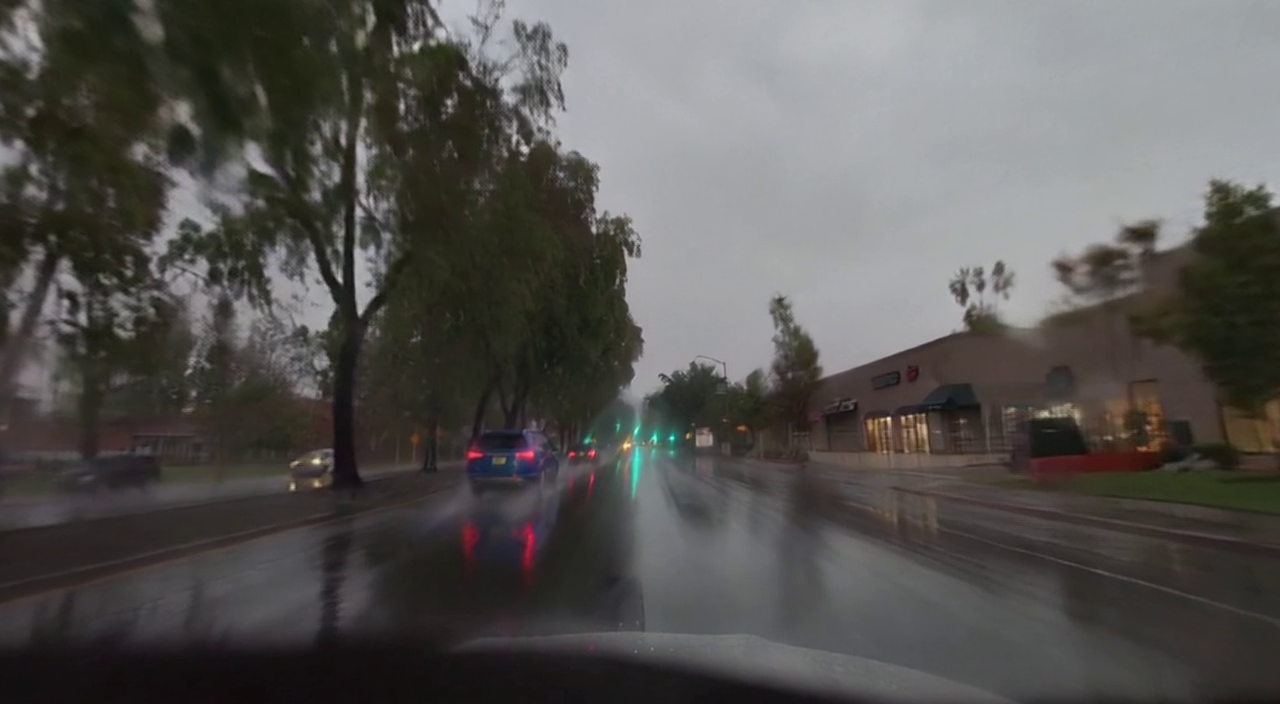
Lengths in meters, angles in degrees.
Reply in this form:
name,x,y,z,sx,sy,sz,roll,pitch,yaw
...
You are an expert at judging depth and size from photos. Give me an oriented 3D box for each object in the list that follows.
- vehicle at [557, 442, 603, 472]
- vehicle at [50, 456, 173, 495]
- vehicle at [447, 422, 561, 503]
name,x,y,z,sx,sy,sz,roll,pitch,yaw
vehicle,-3.122,5.580,33.862,2.069,1.470,4.601,0,-8,0
vehicle,-22.879,5.318,27.590,1.906,1.494,3.966,0,-8,0
vehicle,-3.361,2.829,16.582,2.042,1.817,4.364,0,-8,0
